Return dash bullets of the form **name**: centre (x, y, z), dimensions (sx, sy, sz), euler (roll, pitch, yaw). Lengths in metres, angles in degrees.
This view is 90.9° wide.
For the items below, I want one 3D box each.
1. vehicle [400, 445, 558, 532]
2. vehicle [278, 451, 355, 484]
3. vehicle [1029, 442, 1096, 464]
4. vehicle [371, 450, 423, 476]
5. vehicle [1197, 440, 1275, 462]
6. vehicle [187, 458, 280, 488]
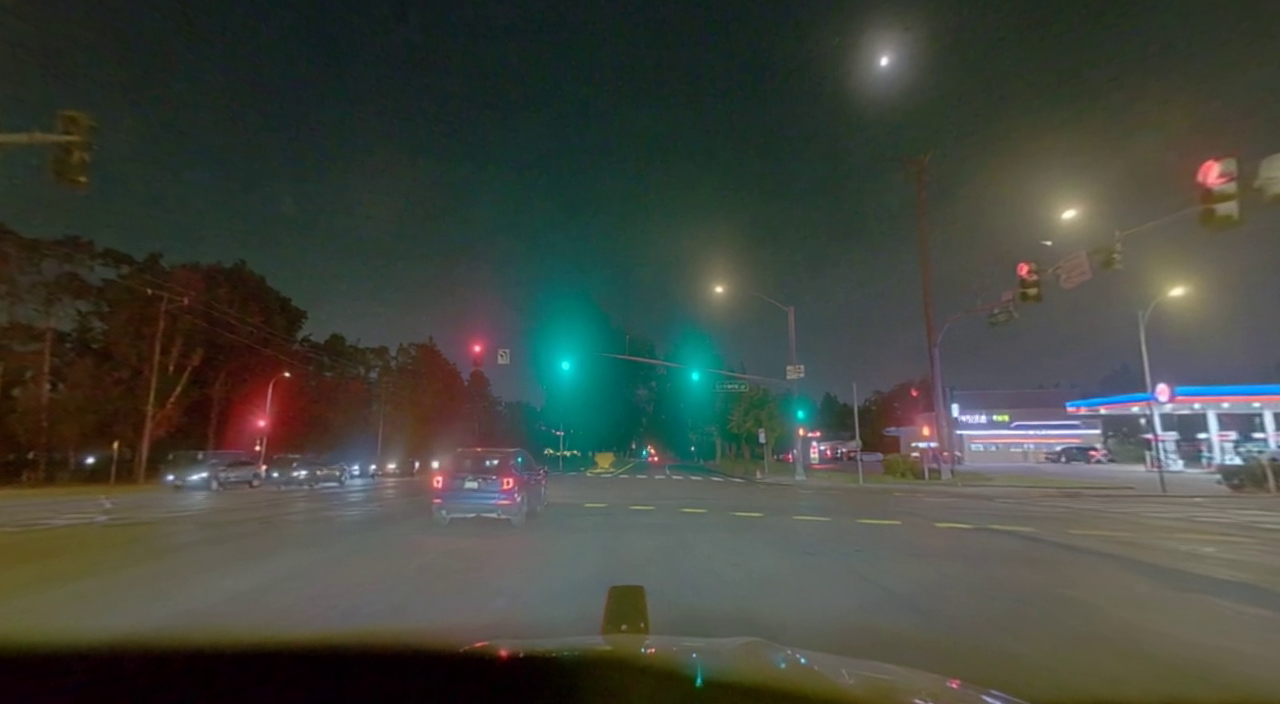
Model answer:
- **vehicle**: centre (-3.086, 2.713, 13.216), dimensions (2.041, 1.483, 4.533), euler (0, -9, 1)
- **vehicle**: centre (-17.370, 6.184, 34.111), dimensions (1.887, 1.635, 4.281), euler (0, -9, 0)
- **vehicle**: centre (33.010, 7.898, 49.401), dimensions (2.148, 1.679, 4.197), euler (1, -9, -5)
- **vehicle**: centre (-17.596, 8.040, 45.887), dimensions (2.032, 1.741, 4.450), euler (0, -9, 0)
- **vehicle**: centre (40.168, 6.709, 42.507), dimensions (3.518, 1.433, 1.763), euler (1, -9, -5)
- **vehicle**: centre (-20.840, 6.194, 32.569), dimensions (1.821, 1.371, 4.545), euler (0, -9, -1)
